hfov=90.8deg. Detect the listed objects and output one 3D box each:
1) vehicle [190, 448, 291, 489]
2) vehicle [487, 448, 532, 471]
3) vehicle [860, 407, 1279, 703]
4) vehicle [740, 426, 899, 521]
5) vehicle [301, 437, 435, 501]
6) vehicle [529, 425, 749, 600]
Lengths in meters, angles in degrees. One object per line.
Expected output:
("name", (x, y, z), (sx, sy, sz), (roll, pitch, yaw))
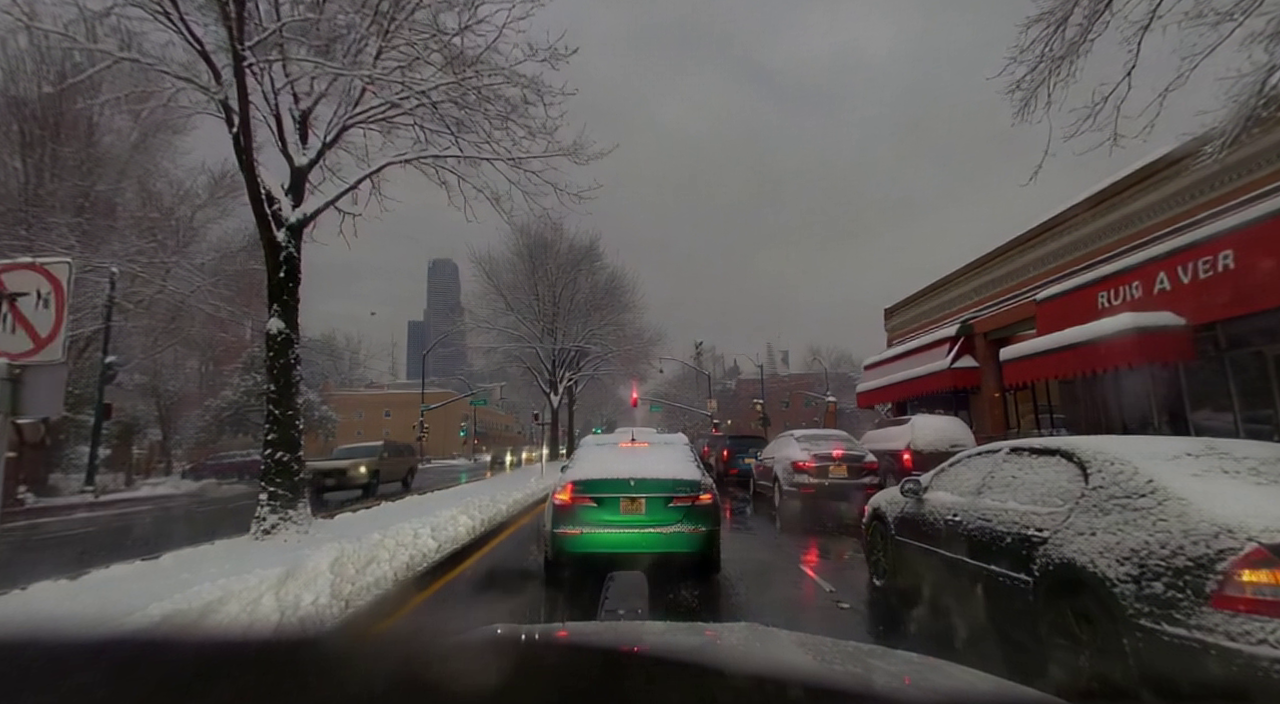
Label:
("vehicle", (-18.663, 5.395, 29.510), (4.329, 1.773, 2.072), (-5, -10, 30))
("vehicle", (-8.392, 6.940, 40.987), (1.850, 1.417, 4.321), (-1, -9, 1))
("vehicle", (3.312, 1.259, 4.485), (1.988, 1.480, 4.195), (0, -9, 0))
("vehicle", (3.537, 2.483, 13.424), (2.025, 1.660, 4.263), (0, -9, -1))
("vehicle", (-8.085, 3.487, 19.302), (2.079, 1.695, 4.374), (0, -9, 1))
("vehicle", (-0.023, 1.660, 7.294), (1.887, 1.487, 3.535), (0, -9, 0))
